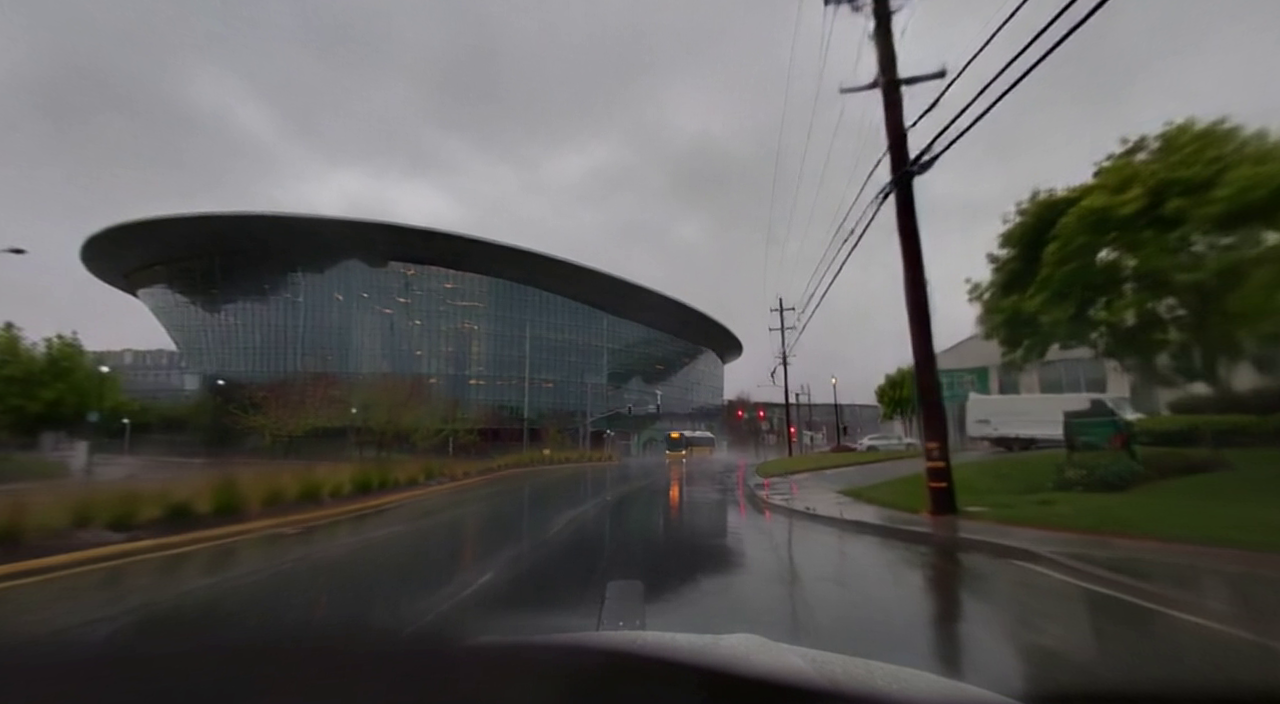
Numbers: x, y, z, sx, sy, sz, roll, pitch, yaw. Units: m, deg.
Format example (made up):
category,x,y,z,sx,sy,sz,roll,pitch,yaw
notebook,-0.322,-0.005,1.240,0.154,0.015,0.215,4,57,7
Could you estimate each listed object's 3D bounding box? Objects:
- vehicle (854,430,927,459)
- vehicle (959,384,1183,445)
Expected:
category,x,y,z,sx,sy,sz,roll,pitch,yaw
vehicle,18.665,6.967,47.089,4.647,1.951,2.304,-3,-10,13
vehicle,14.368,2.173,21.420,5.745,1.902,2.244,-1,-9,9
